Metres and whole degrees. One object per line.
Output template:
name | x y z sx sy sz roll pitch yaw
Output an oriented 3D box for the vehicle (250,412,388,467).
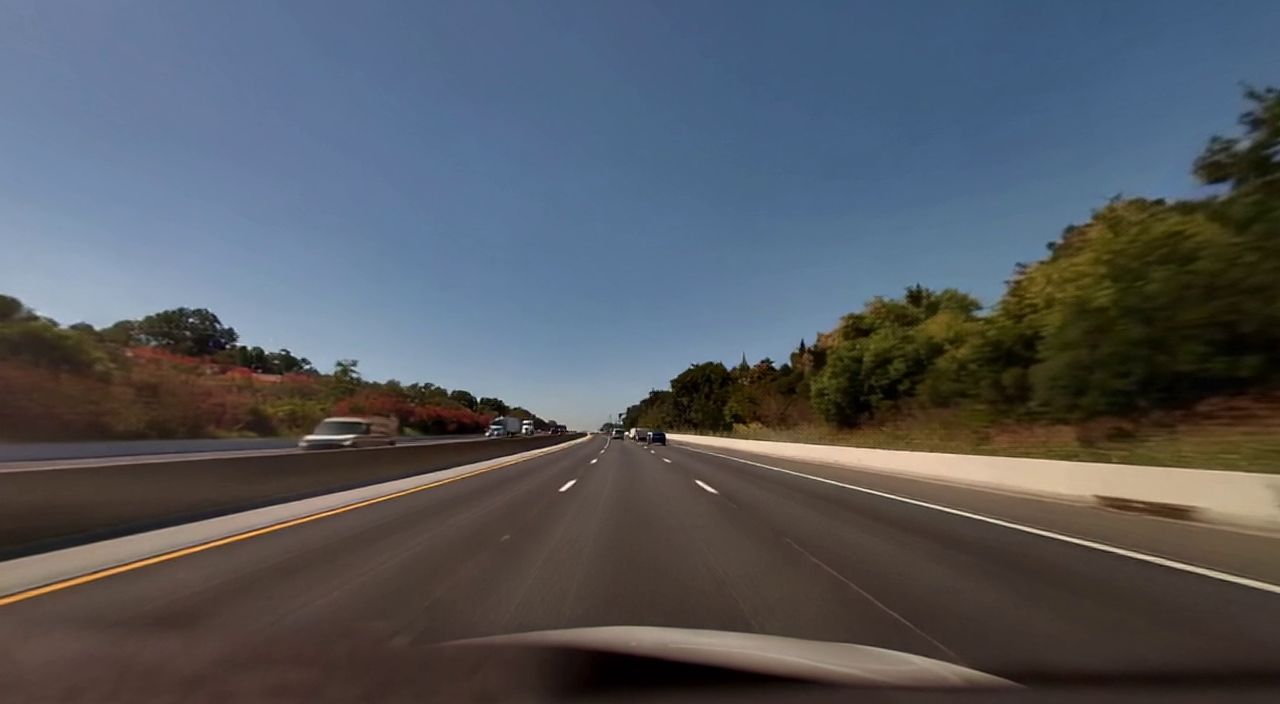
vehicle | -12.529 3.499 25.278 2.572 1.914 5.882 0 -8 -2
